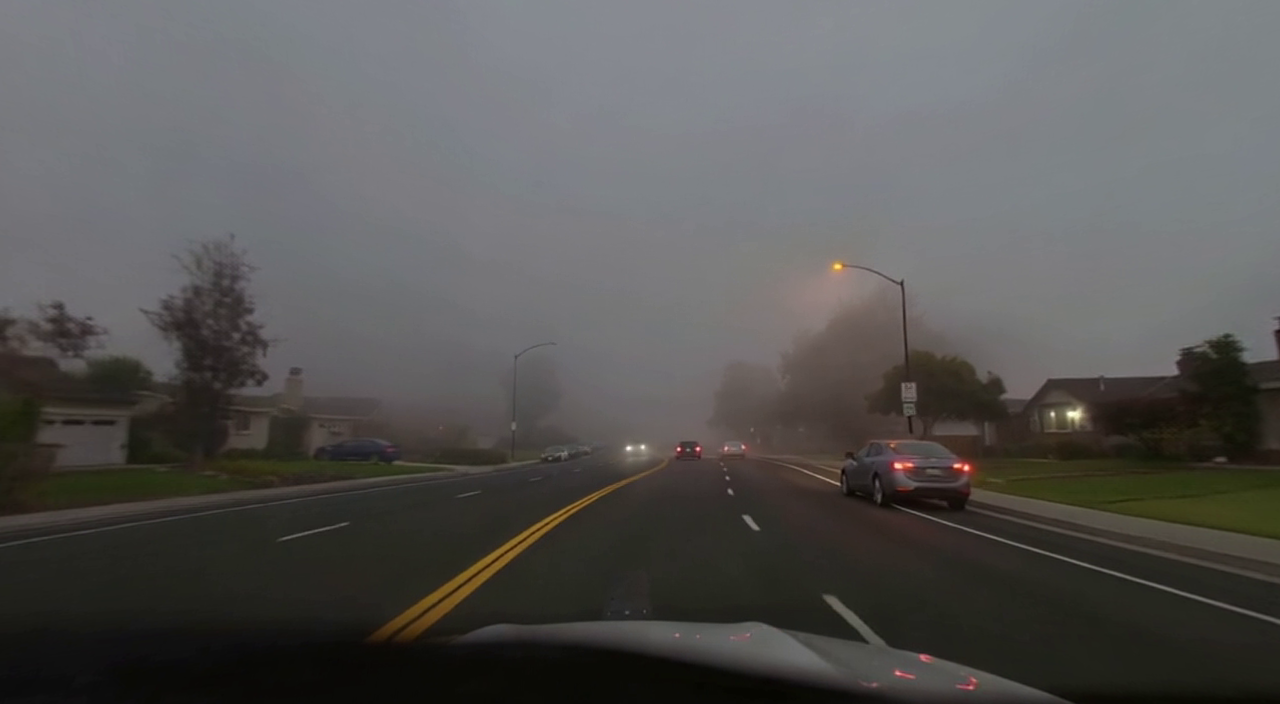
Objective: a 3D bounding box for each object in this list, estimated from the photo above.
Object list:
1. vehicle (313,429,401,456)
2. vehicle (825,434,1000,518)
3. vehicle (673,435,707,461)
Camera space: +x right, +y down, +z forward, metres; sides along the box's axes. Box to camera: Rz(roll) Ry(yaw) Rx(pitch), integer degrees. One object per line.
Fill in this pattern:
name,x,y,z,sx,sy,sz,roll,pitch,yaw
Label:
vehicle,-16.849,5.417,37.632,4.377,1.570,1.871,-1,-8,4
vehicle,5.608,2.584,13.686,1.934,1.506,4.282,0,-8,1
vehicle,3.380,6.588,43.135,2.106,1.667,4.367,0,-8,2
